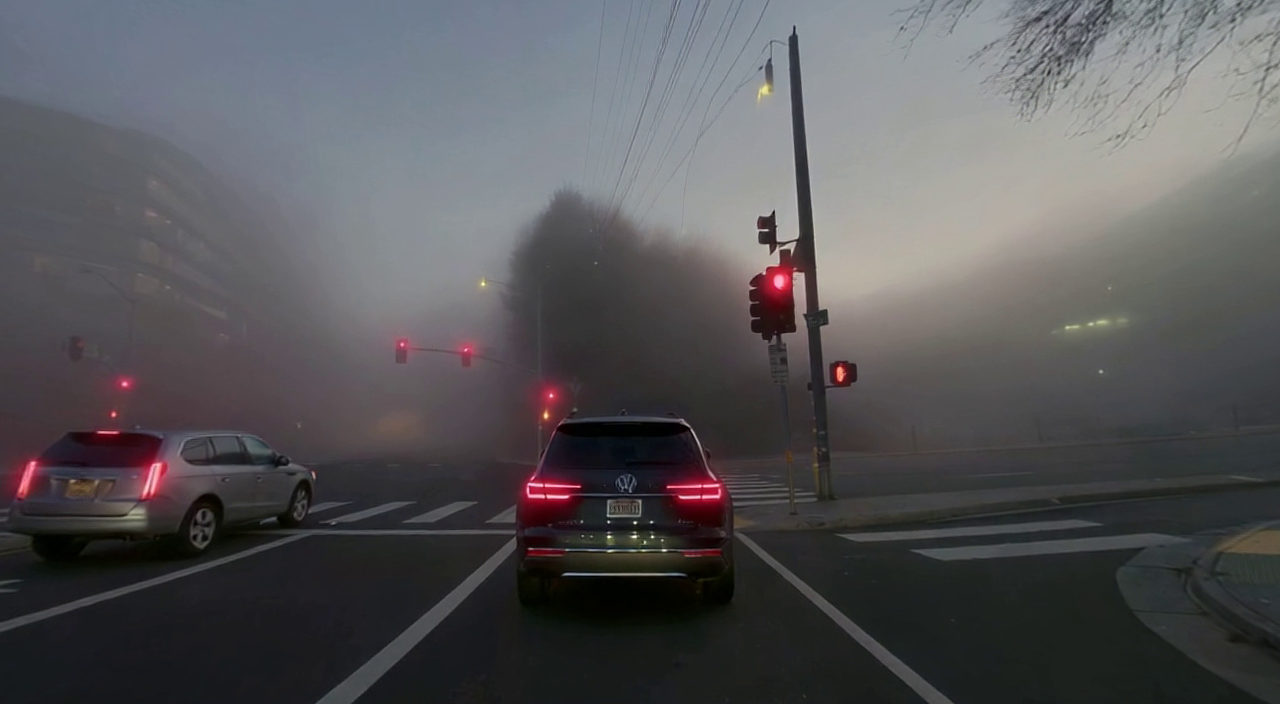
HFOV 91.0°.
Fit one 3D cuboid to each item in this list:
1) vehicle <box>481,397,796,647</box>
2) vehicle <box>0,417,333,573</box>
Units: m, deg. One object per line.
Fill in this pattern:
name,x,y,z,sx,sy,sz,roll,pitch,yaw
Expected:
vehicle,-0.157,1.458,6.445,2.154,1.670,4.140,1,-9,-5
vehicle,-6.405,1.900,9.133,2.020,1.695,4.187,1,-9,-5
